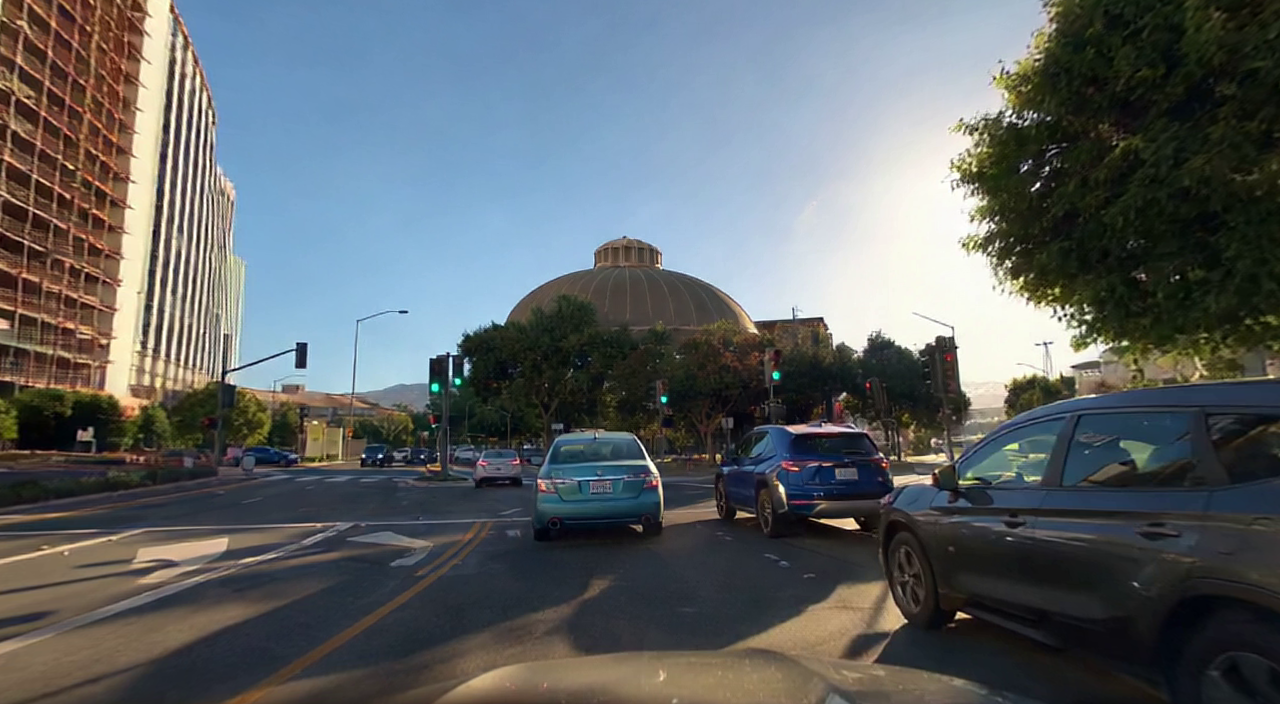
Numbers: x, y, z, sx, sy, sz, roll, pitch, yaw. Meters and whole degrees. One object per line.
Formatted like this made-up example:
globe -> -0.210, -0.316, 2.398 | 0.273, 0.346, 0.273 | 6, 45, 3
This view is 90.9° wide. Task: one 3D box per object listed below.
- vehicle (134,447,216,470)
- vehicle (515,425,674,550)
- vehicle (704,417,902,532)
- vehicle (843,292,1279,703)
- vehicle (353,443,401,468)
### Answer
vehicle -> -33.074, 7.531, 44.823 | 4.653, 1.459, 2.228 | -1, -8, 17
vehicle -> -0.876, 2.098, 10.471 | 2.132, 1.632, 3.889 | 1, -9, -8
vehicle -> 2.717, 2.174, 11.806 | 2.103, 1.710, 4.396 | 1, -9, -7
vehicle -> 3.179, 0.910, 3.471 | 2.320, 1.772, 4.872 | 0, -9, -2
vehicle -> -19.164, 7.528, 46.129 | 2.303, 1.692, 4.571 | 1, -9, -11
